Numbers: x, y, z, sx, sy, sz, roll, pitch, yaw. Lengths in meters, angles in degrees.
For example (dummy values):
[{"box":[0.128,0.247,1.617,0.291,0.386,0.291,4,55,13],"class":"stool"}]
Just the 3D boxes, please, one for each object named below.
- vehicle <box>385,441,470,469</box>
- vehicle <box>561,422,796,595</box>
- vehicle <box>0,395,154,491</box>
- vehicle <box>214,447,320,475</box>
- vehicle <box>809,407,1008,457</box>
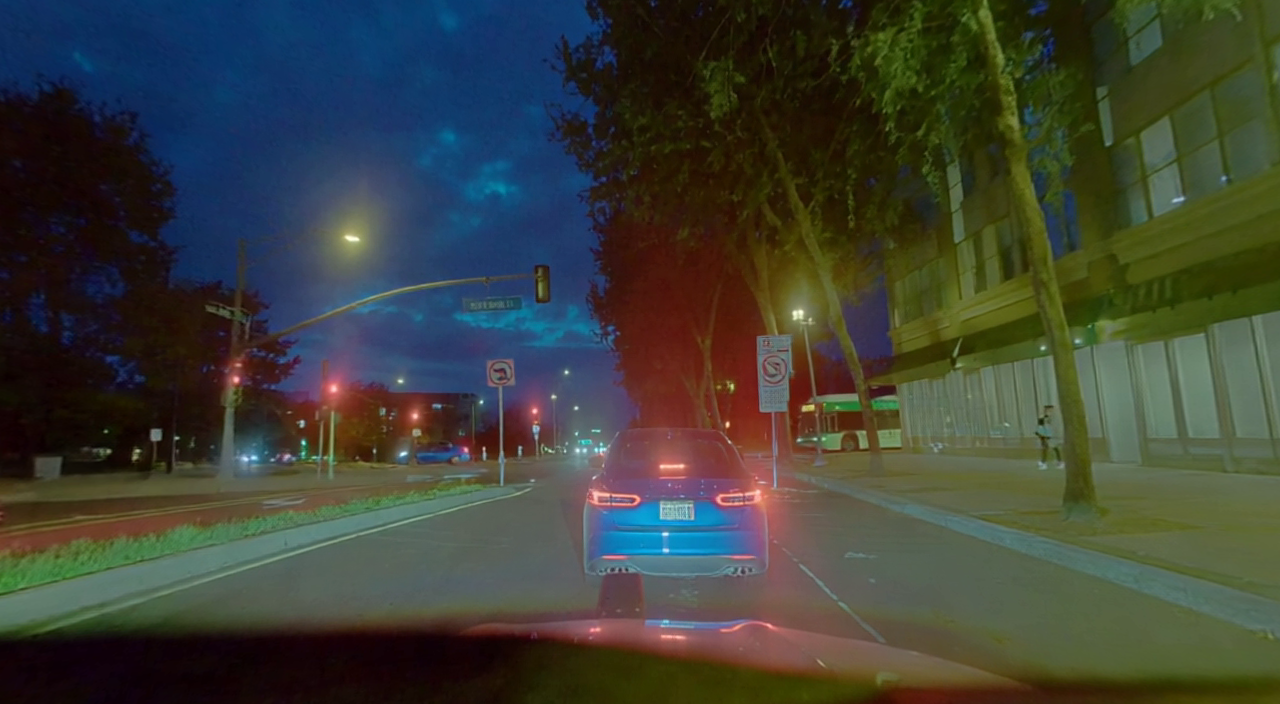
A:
[{"box":[-13.212,6.414,39.470,4.561,1.645,1.892,7,-11,-39],"class":"vehicle"},{"box":[0.361,1.631,7.386,2.006,1.470,3.799,0,-8,1],"class":"vehicle"},{"box":[-25.954,3.641,25.317,2.692,3.685,10.153,-3,-9,20],"class":"vehicle"},{"box":[-21.244,6.179,36.166,1.883,1.461,4.830,-5,-10,31],"class":"vehicle"},{"box":[20.532,6.250,49.071,13.811,3.706,2.997,-1,-9,4],"class":"vehicle"}]
